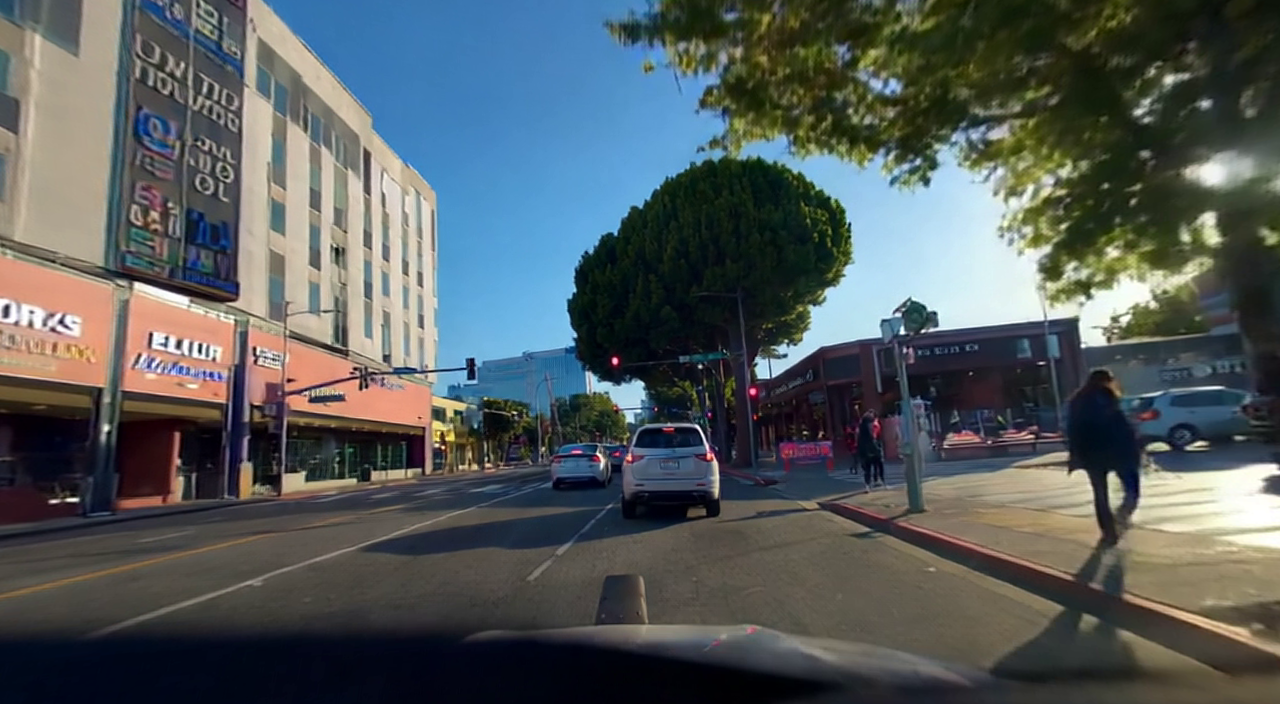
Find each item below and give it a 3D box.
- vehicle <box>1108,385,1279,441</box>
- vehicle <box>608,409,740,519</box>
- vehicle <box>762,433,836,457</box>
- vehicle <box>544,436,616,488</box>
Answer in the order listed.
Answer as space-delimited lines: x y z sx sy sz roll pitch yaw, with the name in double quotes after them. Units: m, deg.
17.393 1.897 19.308 4.474 1.583 1.970 -1 -8 4 "vehicle"
0.681 2.363 13.784 2.352 1.953 4.796 -1 -8 2 "vehicle"
10.496 6.143 41.872 4.426 1.490 1.862 -1 -8 2 "vehicle"
-2.076 3.960 23.098 2.023 1.702 4.152 -1 -8 3 "vehicle"
